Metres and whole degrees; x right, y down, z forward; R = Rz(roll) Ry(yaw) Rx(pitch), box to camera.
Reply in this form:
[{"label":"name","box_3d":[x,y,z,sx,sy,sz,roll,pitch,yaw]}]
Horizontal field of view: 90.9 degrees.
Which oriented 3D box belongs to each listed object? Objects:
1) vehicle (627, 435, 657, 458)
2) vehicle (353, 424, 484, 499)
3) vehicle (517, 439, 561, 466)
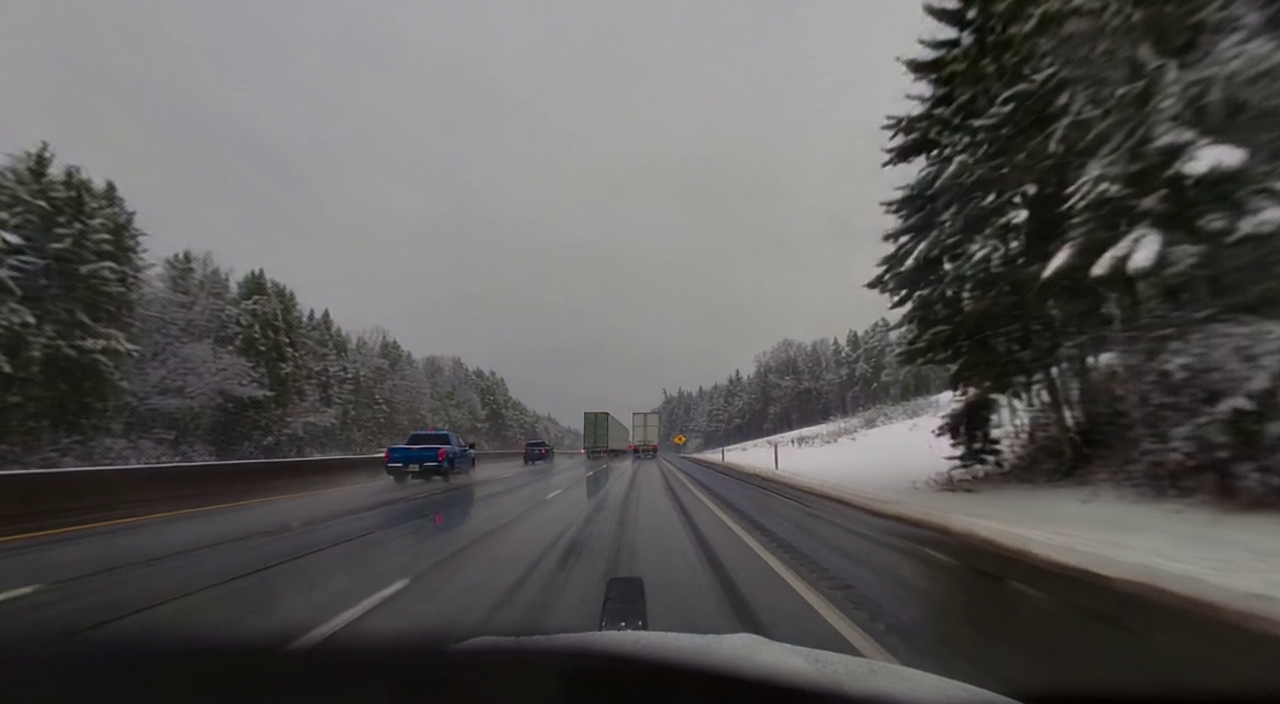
[{"label":"vehicle","box_3d":[0.134,7.072,47.044,2.072,1.630,4.529,0,-8,0]},{"label":"vehicle","box_3d":[-6.193,3.107,18.346,2.149,1.884,4.627,0,-8,-1]},{"label":"vehicle","box_3d":[-7.262,7.291,45.978,2.258,1.785,5.318,0,-8,1]}]
